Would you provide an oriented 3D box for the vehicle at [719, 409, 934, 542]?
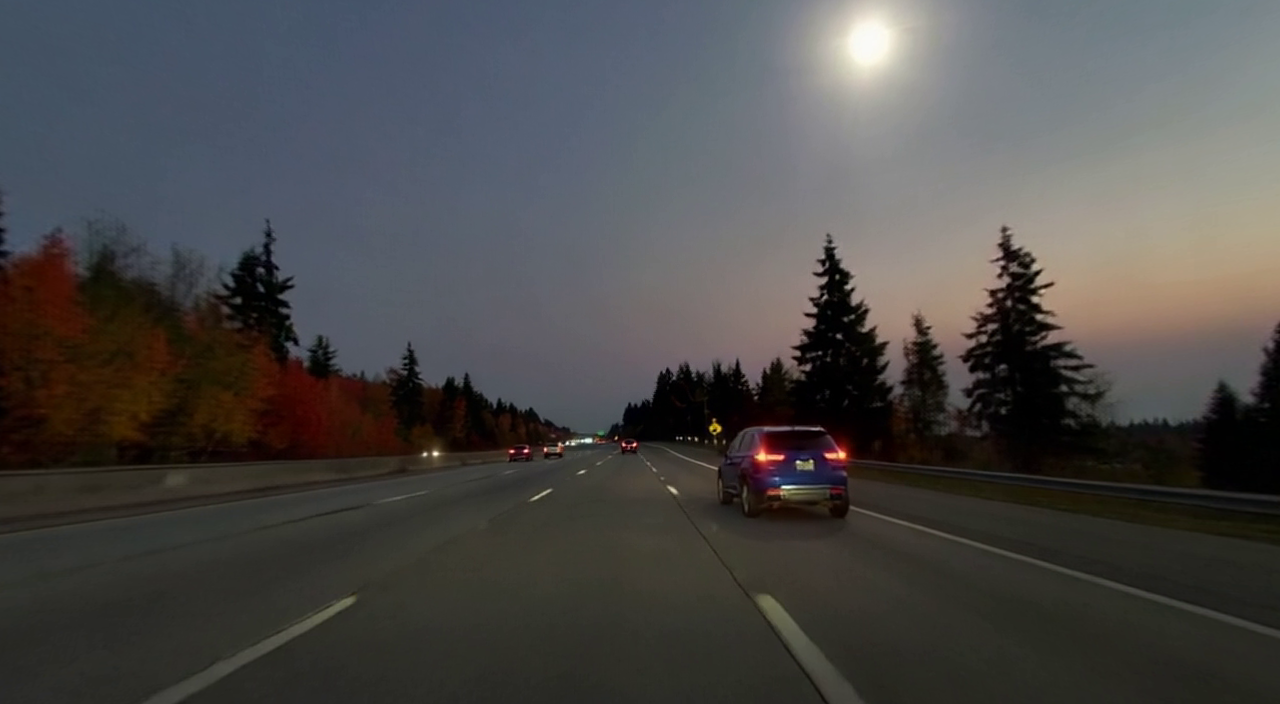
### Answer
[{"bbox_3d":[2.670,1.905,10.290,2.120,1.706,4.226,0,-8,-1],"label":"vehicle"}]
